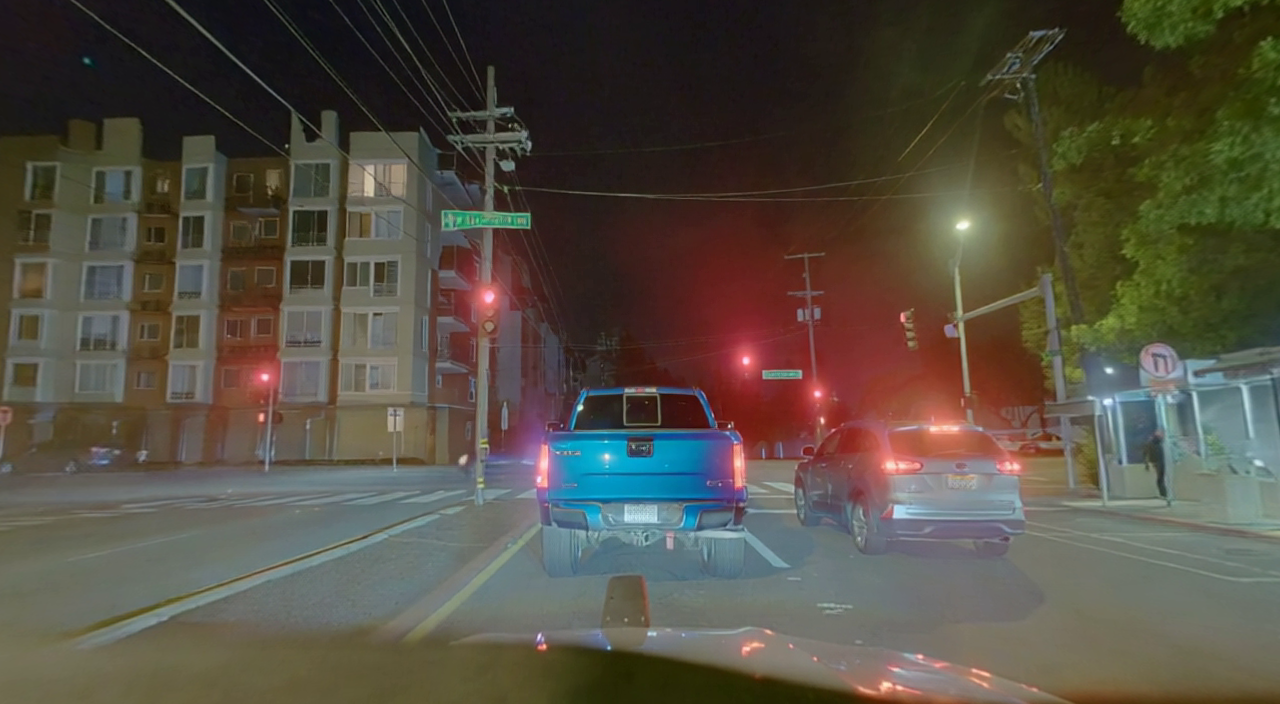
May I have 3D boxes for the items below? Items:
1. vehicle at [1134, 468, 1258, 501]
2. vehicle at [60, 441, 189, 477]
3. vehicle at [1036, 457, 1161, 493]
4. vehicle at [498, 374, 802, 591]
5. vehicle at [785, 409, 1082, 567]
[{"bbox_3d":[26.377,6.287,30.003,4.071,1.388,1.884,0,-8,1],"label":"vehicle"},{"bbox_3d":[-24.841,5.155,30.480,4.563,1.692,1.778,0,-8,-1],"label":"vehicle"},{"bbox_3d":[21.836,5.860,30.162,4.498,1.618,1.843,0,-8,0],"label":"vehicle"},{"bbox_3d":[0.118,1.555,8.317,2.738,1.959,5.070,0,-8,1],"label":"vehicle"},{"bbox_3d":[3.843,1.873,9.500,2.131,1.759,4.762,0,-8,-1],"label":"vehicle"}]
